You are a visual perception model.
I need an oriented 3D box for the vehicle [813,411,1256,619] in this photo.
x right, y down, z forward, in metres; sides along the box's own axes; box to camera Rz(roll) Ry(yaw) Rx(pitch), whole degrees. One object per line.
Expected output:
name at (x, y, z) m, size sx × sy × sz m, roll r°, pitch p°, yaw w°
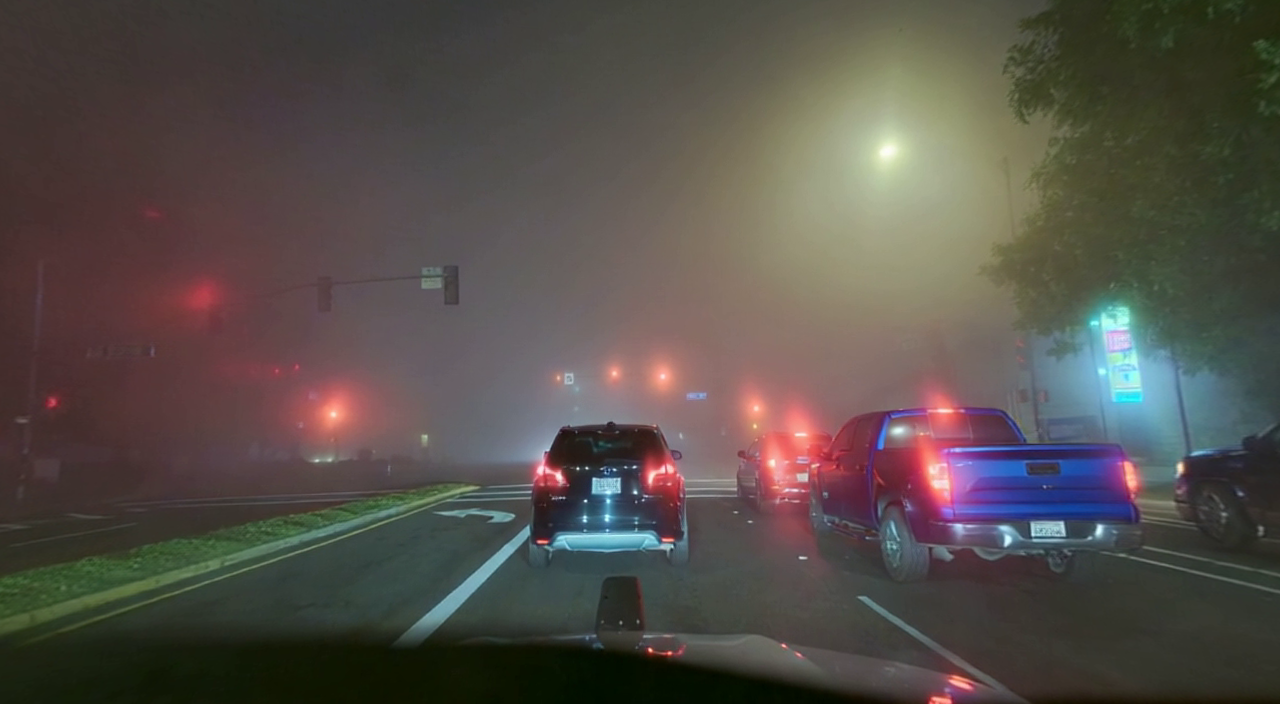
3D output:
vehicle at (3.614, 1.565, 7.109) m, size 1.955 × 1.550 × 4.587 m, roll 0°, pitch -8°, yaw -1°

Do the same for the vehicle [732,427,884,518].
vehicle at (3.378, 2.512, 13.689) m, size 2.031 × 1.626 × 4.264 m, roll 0°, pitch -8°, yaw -1°

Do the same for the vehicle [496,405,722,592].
vehicle at (-0.274, 1.603, 7.631) m, size 2.037 × 1.674 × 3.693 m, roll 0°, pitch -8°, yaw 0°
